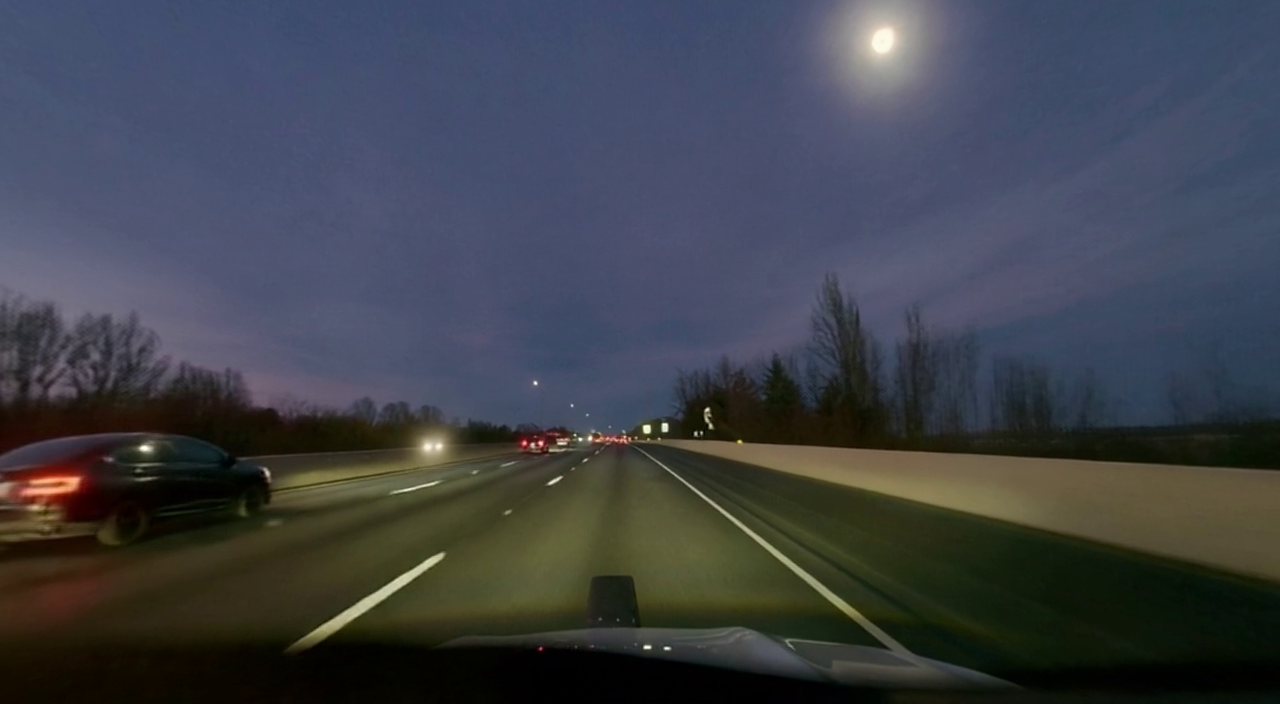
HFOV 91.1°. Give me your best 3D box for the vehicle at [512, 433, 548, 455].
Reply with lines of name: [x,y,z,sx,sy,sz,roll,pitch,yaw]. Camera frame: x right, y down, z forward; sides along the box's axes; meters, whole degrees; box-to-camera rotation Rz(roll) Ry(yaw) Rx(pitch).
vehicle: [-7.928,6.655,45.763,1.988,1.505,4.044,0,-8,-2]

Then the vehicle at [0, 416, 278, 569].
vehicle: [-7.105,1.705,8.504,1.972,1.532,4.222,0,-8,-1]
